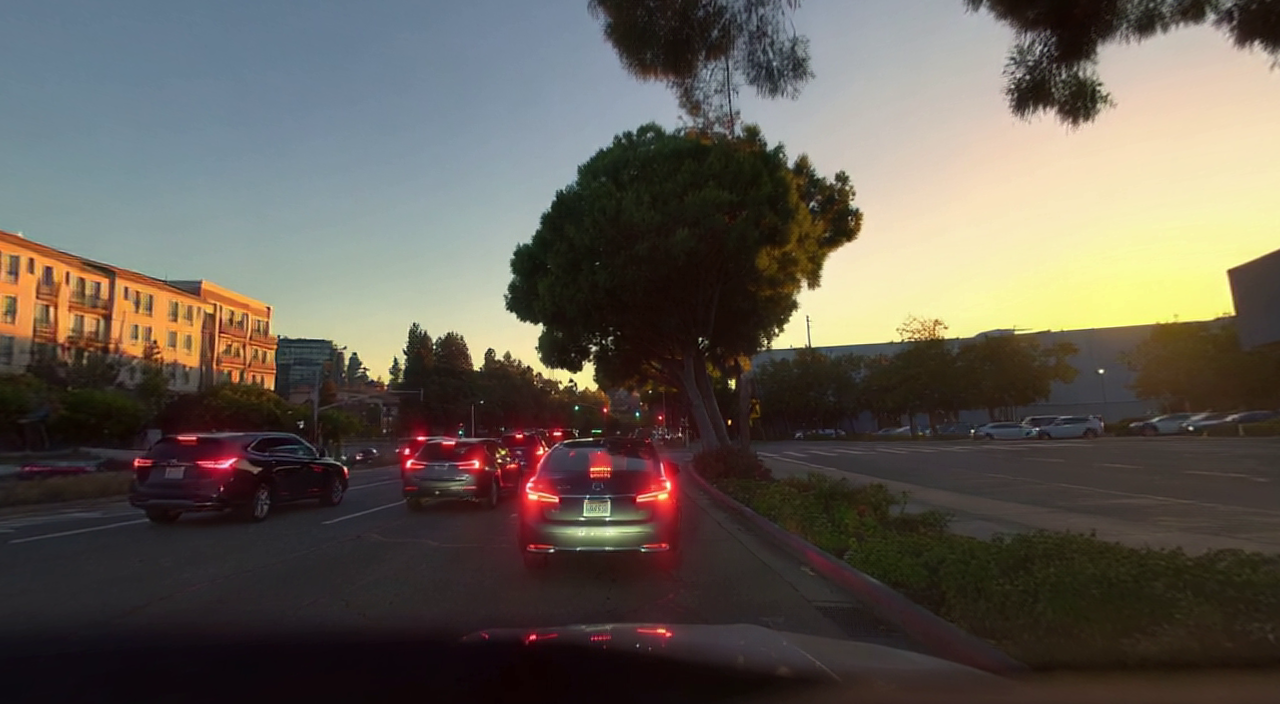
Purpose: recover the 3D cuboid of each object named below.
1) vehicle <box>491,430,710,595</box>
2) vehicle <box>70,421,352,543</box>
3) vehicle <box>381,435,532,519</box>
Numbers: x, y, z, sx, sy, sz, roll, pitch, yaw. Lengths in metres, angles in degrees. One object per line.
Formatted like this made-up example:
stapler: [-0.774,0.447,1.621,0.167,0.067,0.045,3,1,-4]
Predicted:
vehicle: [-0.386,1.821,8.025,2.066,1.544,3.954,0,-9,0]
vehicle: [-7.321,2.233,11.497,2.068,1.784,4.224,0,-9,1]
vehicle: [-3.785,2.655,13.992,1.913,1.521,4.539,0,-9,1]
